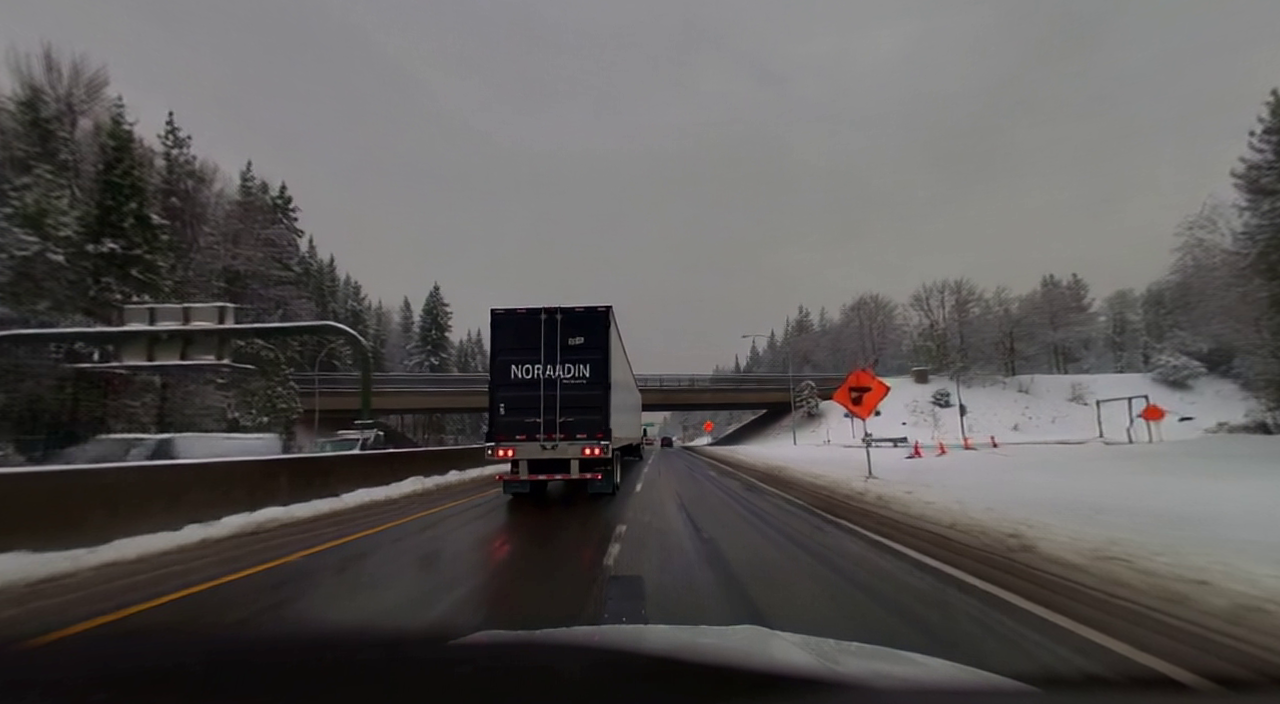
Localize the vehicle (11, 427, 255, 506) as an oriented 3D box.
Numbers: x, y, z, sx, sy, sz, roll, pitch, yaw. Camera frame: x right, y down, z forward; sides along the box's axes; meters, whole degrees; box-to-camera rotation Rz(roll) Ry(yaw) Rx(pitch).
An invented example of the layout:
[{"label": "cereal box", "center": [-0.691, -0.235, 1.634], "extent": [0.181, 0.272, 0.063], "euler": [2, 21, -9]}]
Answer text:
[{"label": "vehicle", "center": [-12.385, 2.815, 15.980], "extent": [2.199, 1.693, 4.664], "euler": [0, -8, 2]}]

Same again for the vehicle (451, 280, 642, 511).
[{"label": "vehicle", "center": [-1.596, 1.902, 19.209], "extent": [2.873, 4.060, 16.327], "euler": [0, -8, 2]}]
